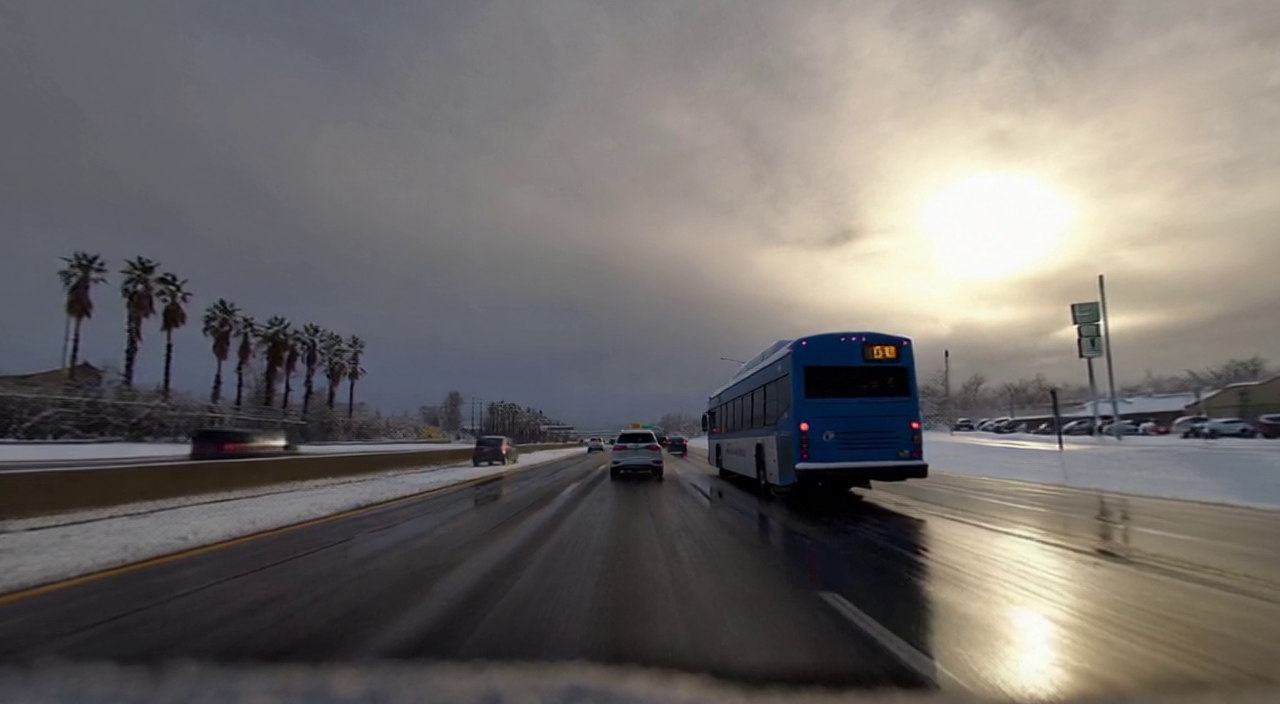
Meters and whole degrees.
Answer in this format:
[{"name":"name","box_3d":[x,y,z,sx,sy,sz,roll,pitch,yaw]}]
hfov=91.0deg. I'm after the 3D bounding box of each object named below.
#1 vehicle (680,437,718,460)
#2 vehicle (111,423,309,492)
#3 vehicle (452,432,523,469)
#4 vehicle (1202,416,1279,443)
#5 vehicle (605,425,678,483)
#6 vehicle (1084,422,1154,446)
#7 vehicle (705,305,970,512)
[{"name":"vehicle","box_3d":[4.019,6.671,43.529,2.039,1.516,4.521,0,-9,-2]},{"name":"vehicle","box_3d":[-12.271,3.062,18.537,2.332,1.748,4.897,0,-9,0]},{"name":"vehicle","box_3d":[-7.563,4.964,31.788,2.291,1.729,4.879,0,-9,1]},{"name":"vehicle","box_3d":[41.697,5.312,43.225,4.482,1.671,1.852,-8,-9,42]},{"name":"vehicle","box_3d":[0.065,3.509,21.815,2.268,1.796,4.280,0,-9,0]},{"name":"vehicle","box_3d":[32.268,5.587,42.515,1.795,1.481,3.986,-1,-9,5]},{"name":"vehicle","box_3d":[4.120,2.017,18.087,3.020,3.622,14.302,0,-9,0]}]
